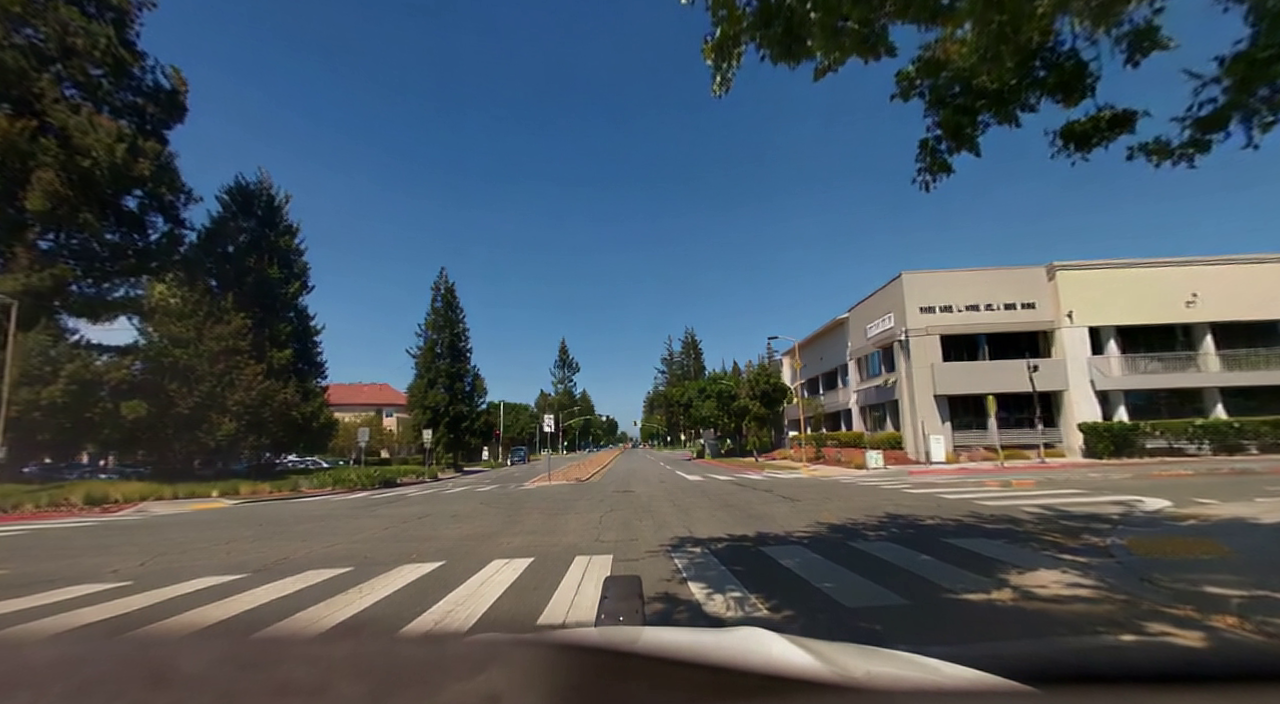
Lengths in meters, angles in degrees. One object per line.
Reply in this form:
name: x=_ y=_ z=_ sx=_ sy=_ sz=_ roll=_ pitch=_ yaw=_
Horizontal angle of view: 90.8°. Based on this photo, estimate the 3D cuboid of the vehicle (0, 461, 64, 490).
vehicle: x=-36.919 y=7.271 z=37.342 sx=1.871 sy=1.523 sz=4.028 roll=0 pitch=-9 yaw=1
